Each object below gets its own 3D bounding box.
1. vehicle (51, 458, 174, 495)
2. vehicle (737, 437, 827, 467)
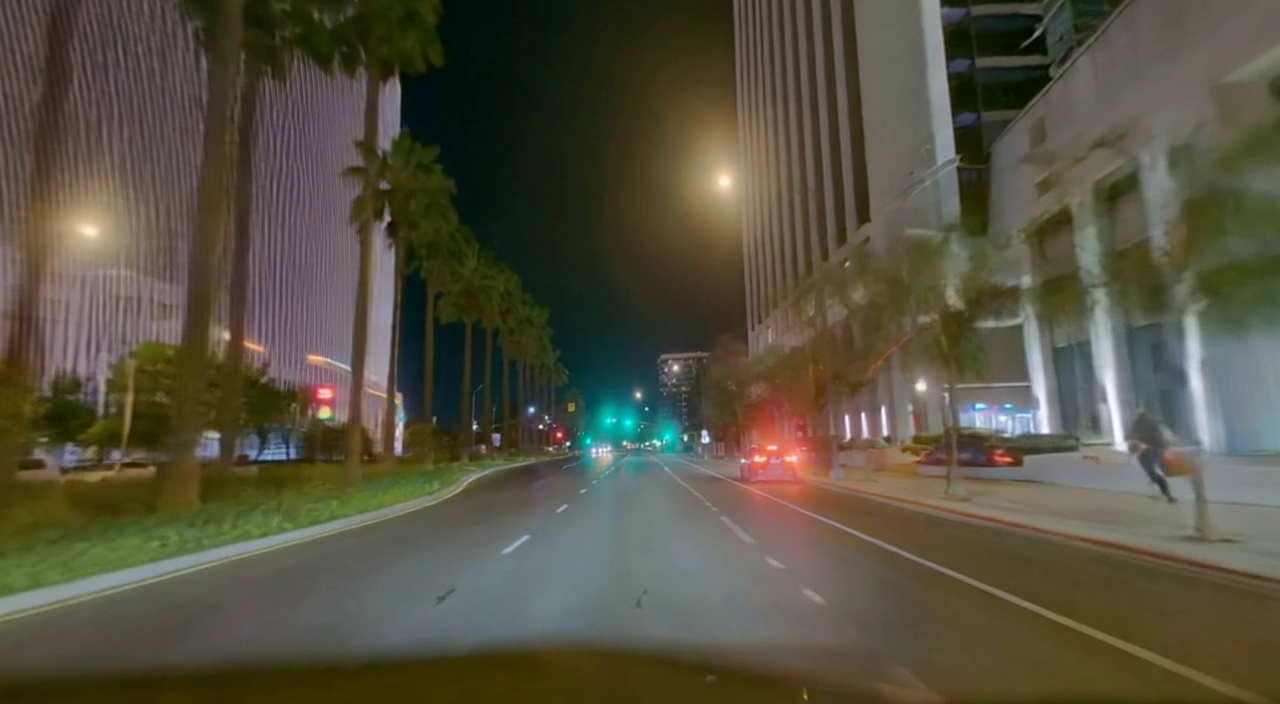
[{"bbox_3d":[-23.940,5.645,28.936,1.751,1.424,4.506,0,-9,0],"label":"vehicle"},{"bbox_3d":[8.555,6.064,38.377,4.871,1.708,2.144,0,-9,-1],"label":"vehicle"}]
